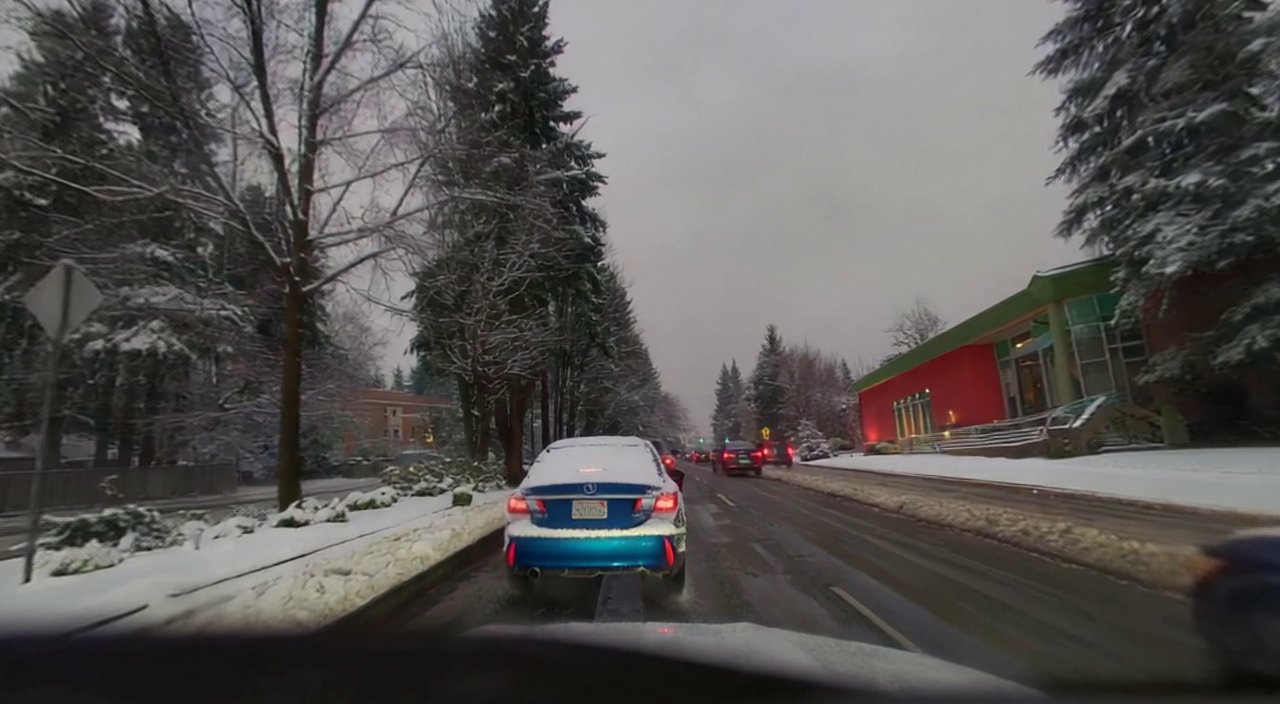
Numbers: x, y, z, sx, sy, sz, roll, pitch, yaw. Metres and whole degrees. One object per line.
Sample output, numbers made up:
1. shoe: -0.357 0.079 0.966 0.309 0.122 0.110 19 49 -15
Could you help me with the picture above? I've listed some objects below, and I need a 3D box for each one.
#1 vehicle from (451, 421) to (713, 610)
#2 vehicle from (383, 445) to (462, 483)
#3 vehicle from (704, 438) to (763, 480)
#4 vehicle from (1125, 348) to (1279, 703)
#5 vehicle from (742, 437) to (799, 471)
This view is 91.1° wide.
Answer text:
1. vehicle: -0.471 1.627 7.155 2.111 1.506 4.018 0 -9 0
2. vehicle: -11.912 6.180 34.972 2.257 1.904 5.751 0 -9 1
3. vehicle: 3.967 4.597 27.271 1.946 1.648 4.230 0 -9 0
4. vehicle: 3.508 0.593 1.054 1.971 1.637 4.317 0 -9 2
5. vehicle: 7.652 6.030 37.399 2.253 1.854 5.409 0 -9 0
